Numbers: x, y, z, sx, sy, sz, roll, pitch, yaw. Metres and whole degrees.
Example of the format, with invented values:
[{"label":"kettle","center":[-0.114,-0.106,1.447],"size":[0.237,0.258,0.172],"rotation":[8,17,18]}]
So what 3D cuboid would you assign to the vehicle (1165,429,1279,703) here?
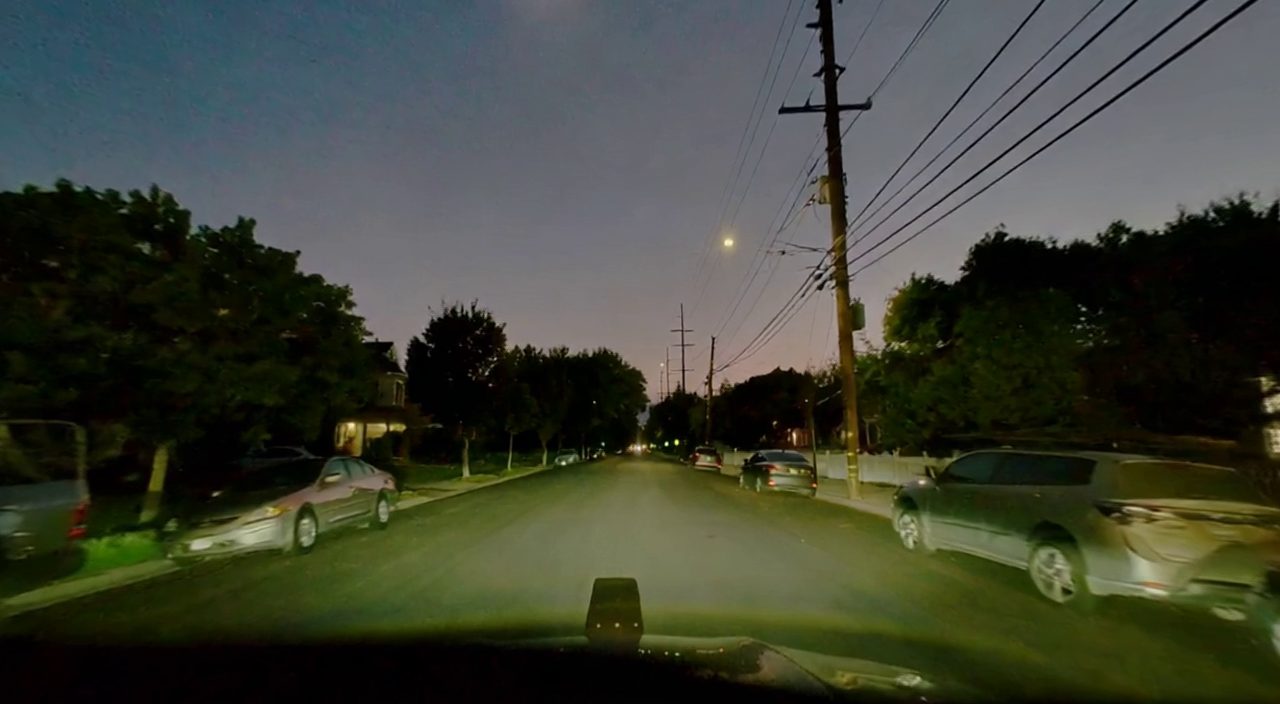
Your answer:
[{"label":"vehicle","center":[3.993,0.852,1.380],"size":[1.776,1.440,4.525],"rotation":[0,-9,0]}]

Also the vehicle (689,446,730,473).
[{"label":"vehicle","center":[4.299,6.726,39.801],"size":[2.020,1.558,3.925],"rotation":[1,-9,-2]}]

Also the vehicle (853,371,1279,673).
[{"label":"vehicle","center":[4.201,1.431,6.572],"size":[2.105,1.836,5.278],"rotation":[0,-9,0]}]

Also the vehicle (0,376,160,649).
[{"label":"vehicle","center":[-5.663,1.102,3.848],"size":[2.060,1.987,4.815],"rotation":[-2,-8,-6]}]

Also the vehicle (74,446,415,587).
[{"label":"vehicle","center":[-5.702,2.372,10.364],"size":[2.011,1.465,5.686],"rotation":[-3,-8,0]}]

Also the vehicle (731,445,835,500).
[{"label":"vehicle","center":[4.227,3.644,19.606],"size":[1.936,1.464,5.141],"rotation":[0,-9,-1]}]
